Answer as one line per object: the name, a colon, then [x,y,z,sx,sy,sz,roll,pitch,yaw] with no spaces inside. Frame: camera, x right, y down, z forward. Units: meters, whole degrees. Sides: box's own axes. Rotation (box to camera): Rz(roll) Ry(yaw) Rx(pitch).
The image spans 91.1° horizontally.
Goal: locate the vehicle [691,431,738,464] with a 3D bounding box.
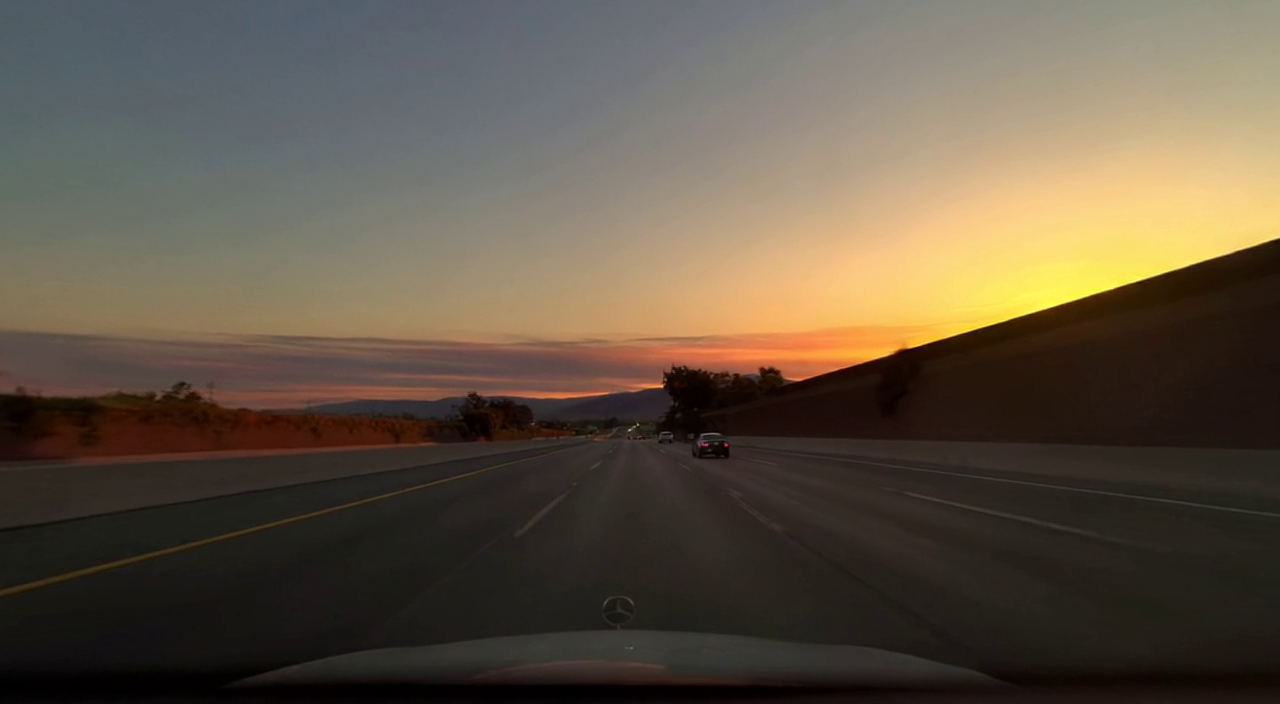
vehicle: [3.582,4.650,30.816,1.802,1.492,3.804,0,-7,-1]
